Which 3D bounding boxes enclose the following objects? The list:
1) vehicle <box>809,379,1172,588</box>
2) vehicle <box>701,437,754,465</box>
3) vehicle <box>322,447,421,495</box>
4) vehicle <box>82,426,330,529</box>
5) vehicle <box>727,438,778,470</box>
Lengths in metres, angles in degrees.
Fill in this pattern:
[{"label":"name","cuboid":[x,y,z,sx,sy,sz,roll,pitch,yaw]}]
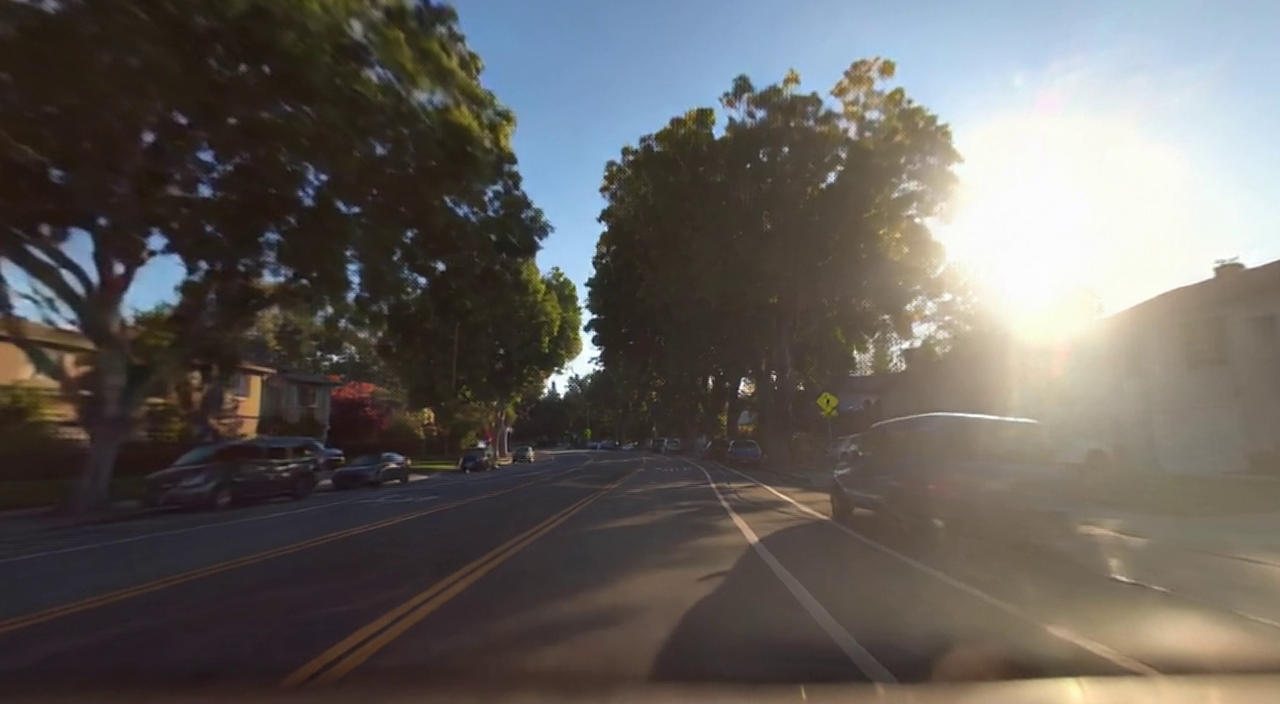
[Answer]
[{"label":"vehicle","cuboid":[4.753,1.910,10.350,2.574,2.156,6.672,2,-8,4]},{"label":"vehicle","cuboid":[6.522,7.491,47.841,2.402,1.889,6.910,4,-9,-5]},{"label":"vehicle","cuboid":[-10.178,4.498,24.174,1.967,1.488,4.216,-5,-9,-1]},{"label":"vehicle","cuboid":[-10.695,3.109,16.279,2.450,1.998,5.367,-5,-9,3]},{"label":"vehicle","cuboid":[7.138,6.533,40.581,1.954,1.732,6.409,4,-8,-1]}]
